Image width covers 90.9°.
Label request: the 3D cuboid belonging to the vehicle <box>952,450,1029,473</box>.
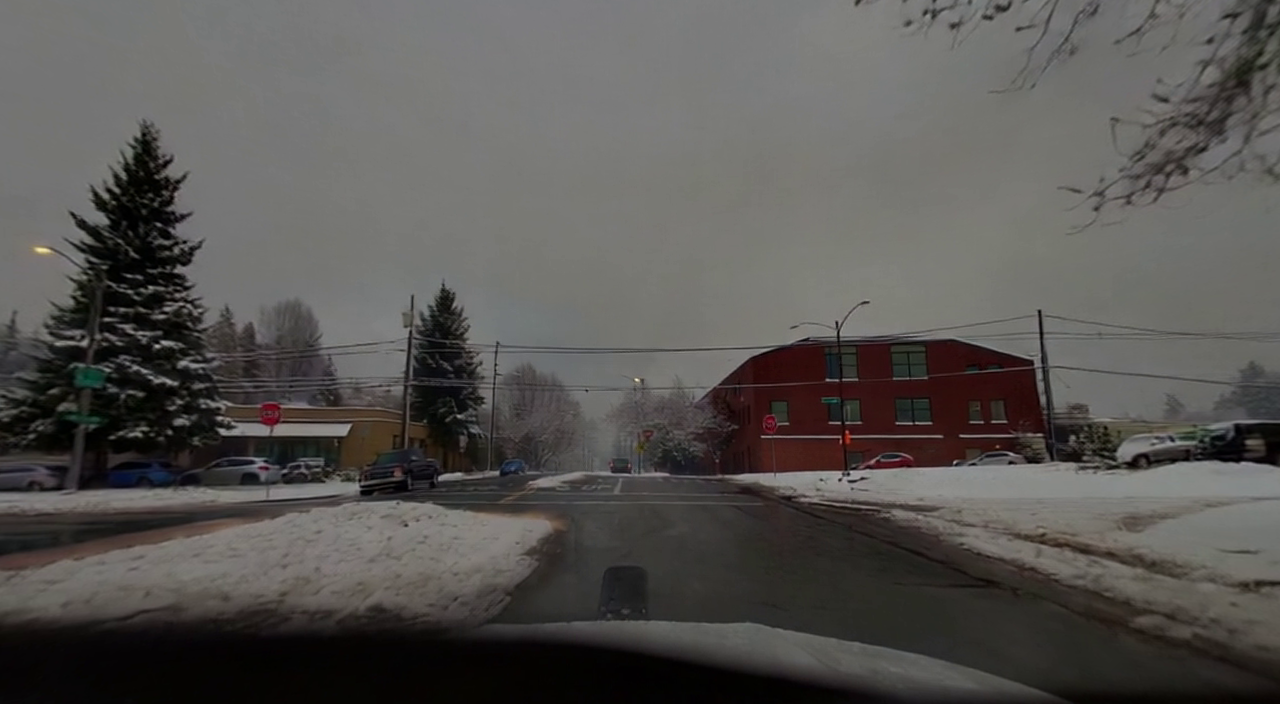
[{"bbox_3d":[24.534,7.642,44.178,4.323,1.507,1.896,1,-9,-5],"label":"vehicle"}]

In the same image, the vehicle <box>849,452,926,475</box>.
[{"bbox_3d":[17.085,7.676,43.603,4.528,1.458,1.939,1,-7,-6],"label":"vehicle"}]

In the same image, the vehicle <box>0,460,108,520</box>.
[{"bbox_3d":[-16.974,3.612,16.712,4.233,1.432,1.755,-1,-9,4],"label":"vehicle"}]

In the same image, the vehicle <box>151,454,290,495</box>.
[{"bbox_3d":[-18.363,5.315,27.832,2.010,1.583,4.582,-6,-11,33],"label":"vehicle"}]

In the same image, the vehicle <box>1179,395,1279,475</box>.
[{"bbox_3d":[32.579,4.024,30.577,10.986,3.604,2.707,1,-9,-7],"label":"vehicle"}]

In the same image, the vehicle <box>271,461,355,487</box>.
[{"bbox_3d":[-21.053,7.864,40.710,4.277,1.527,1.987,0,-9,-4],"label":"vehicle"}]

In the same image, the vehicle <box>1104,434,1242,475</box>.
[{"bbox_3d":[28.253,5.416,33.530,5.277,2.032,2.408,1,-7,-5],"label":"vehicle"}]

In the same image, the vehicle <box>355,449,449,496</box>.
[{"bbox_3d":[-9.199,4.658,24.882,2.156,1.620,4.945,0,-9,-5],"label":"vehicle"}]
